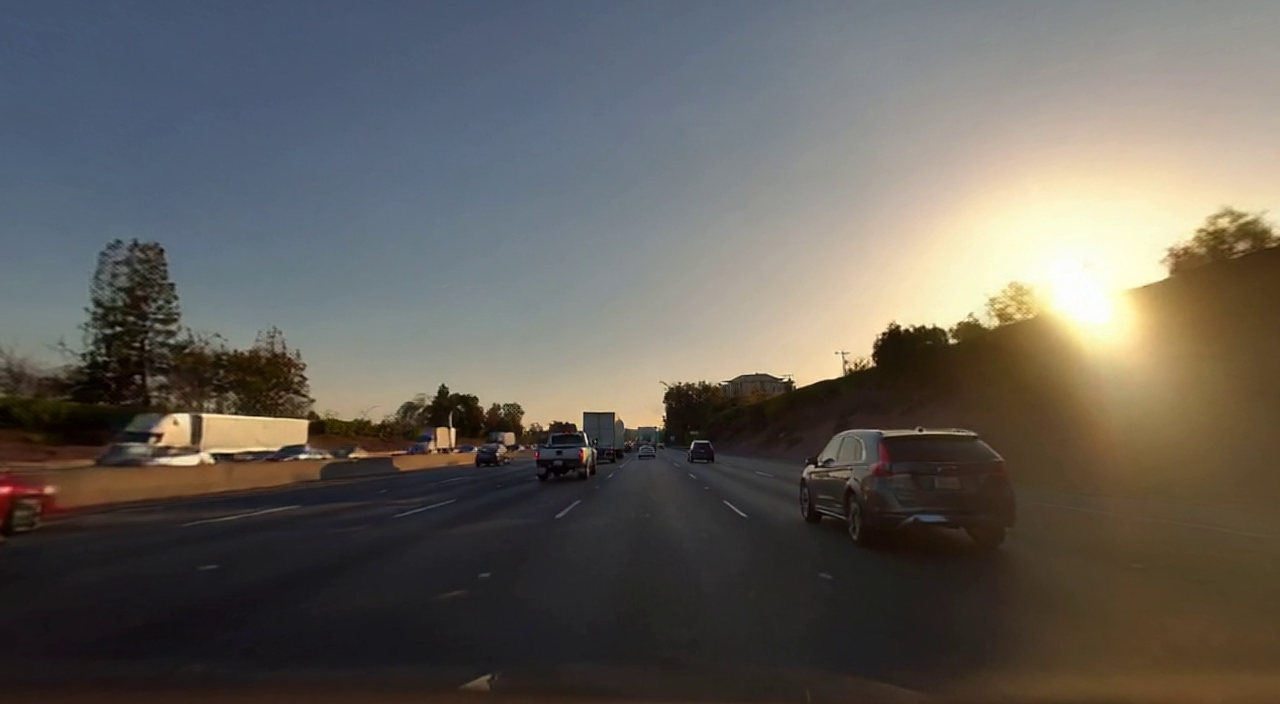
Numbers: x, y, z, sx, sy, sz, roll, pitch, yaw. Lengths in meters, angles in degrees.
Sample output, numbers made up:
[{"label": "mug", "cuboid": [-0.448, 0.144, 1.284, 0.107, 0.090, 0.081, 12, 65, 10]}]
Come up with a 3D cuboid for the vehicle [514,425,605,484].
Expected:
[{"label": "vehicle", "cuboid": [-2.977, 4.068, 25.235, 2.645, 2.023, 6.491, 0, -8, 1]}]

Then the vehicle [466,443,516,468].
[{"label": "vehicle", "cuboid": [-9.607, 6.675, 40.935, 1.981, 1.495, 4.834, 0, -8, 1]}]

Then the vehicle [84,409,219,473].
[{"label": "vehicle", "cuboid": [-31.623, 5.843, 41.278, 3.125, 3.787, 6.695, -1, -8, 3]}]

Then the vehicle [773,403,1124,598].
[{"label": "vehicle", "cuboid": [3.119, 1.602, 7.660, 2.028, 1.658, 4.334, 0, -8, 0]}]

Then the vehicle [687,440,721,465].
[{"label": "vehicle", "cuboid": [4.512, 7.129, 44.964, 2.026, 1.661, 3.865, 0, -8, -1]}]

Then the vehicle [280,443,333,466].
[{"label": "vehicle", "cuboid": [-21.535, 6.621, 40.844, 1.464, 1.377, 3.386, -1, -8, 3]}]
